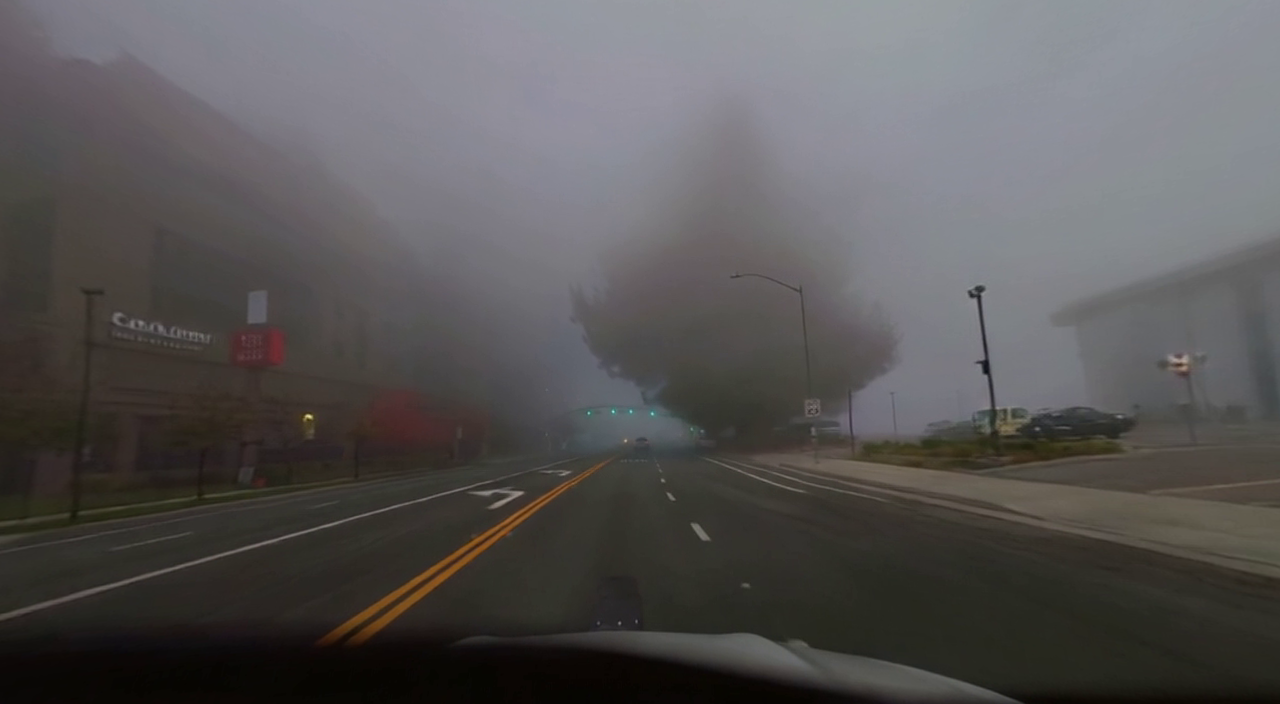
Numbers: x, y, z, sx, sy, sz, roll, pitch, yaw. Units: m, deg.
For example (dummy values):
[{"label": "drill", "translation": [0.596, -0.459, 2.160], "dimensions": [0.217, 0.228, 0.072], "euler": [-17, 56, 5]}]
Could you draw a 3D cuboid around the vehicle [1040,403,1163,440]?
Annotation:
[{"label": "vehicle", "translation": [19.991, 3.120, 27.515], "dimensions": [2.021, 1.472, 4.047], "euler": [1, -8, -7]}]

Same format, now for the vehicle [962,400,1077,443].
[{"label": "vehicle", "translation": [17.102, 3.235, 28.688], "dimensions": [2.059, 1.788, 4.708], "euler": [1, -8, -3]}]
